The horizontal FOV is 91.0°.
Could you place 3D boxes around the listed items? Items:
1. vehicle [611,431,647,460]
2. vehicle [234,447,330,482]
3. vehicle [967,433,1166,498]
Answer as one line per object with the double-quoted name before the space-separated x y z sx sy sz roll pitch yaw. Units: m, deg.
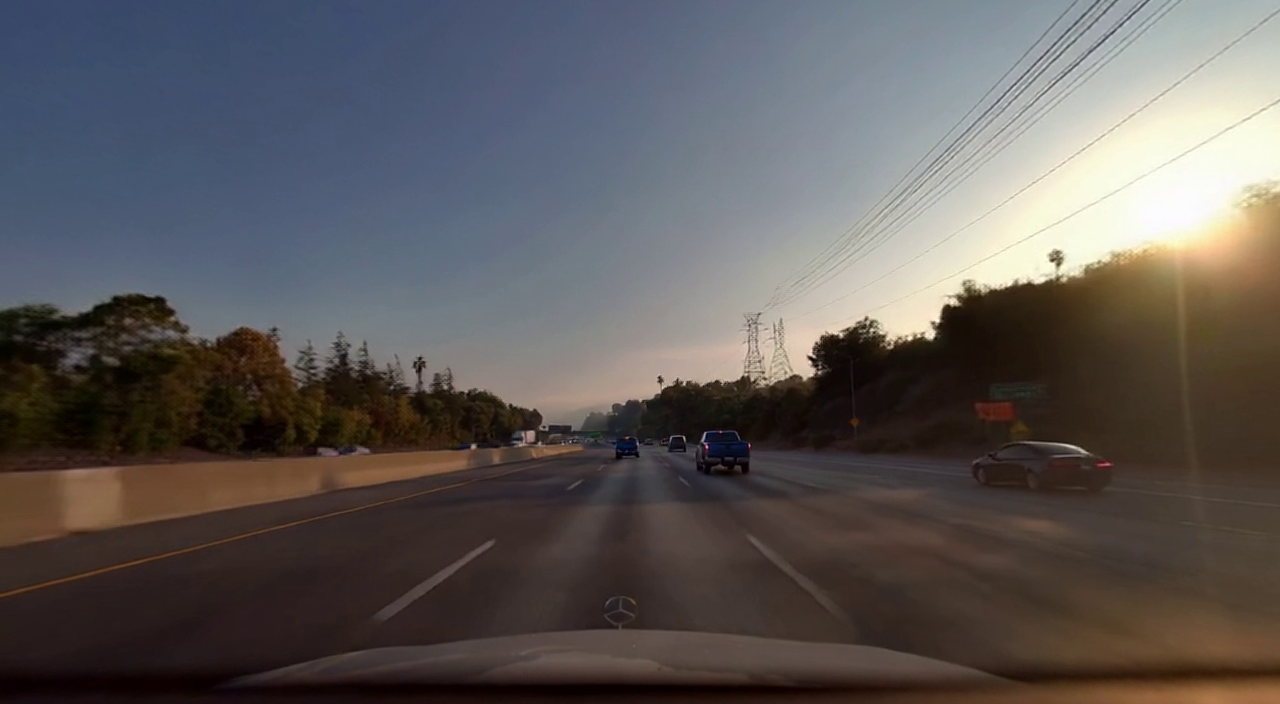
"vehicle" -0.735 6.973 46.970 2.508 2.023 6.176 0 -8 0
"vehicle" -17.357 5.458 30.853 1.940 1.486 4.710 0 -8 0
"vehicle" 11.053 2.958 16.863 2.076 1.470 4.644 0 -8 0
